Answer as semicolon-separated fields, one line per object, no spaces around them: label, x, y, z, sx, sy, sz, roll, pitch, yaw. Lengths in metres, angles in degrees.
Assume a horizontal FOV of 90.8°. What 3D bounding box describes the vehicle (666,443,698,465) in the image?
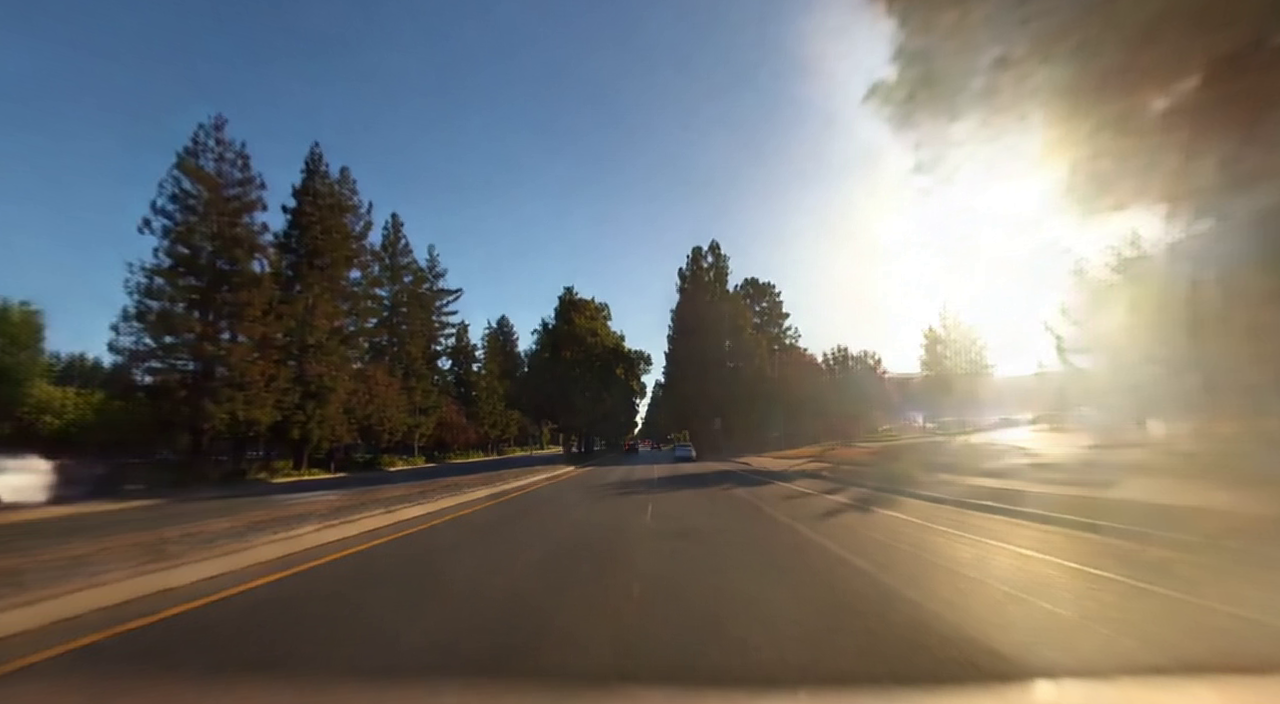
vehicle;2.917;7.161;44.610;1.925;1.488;4.271;0;-8;0
